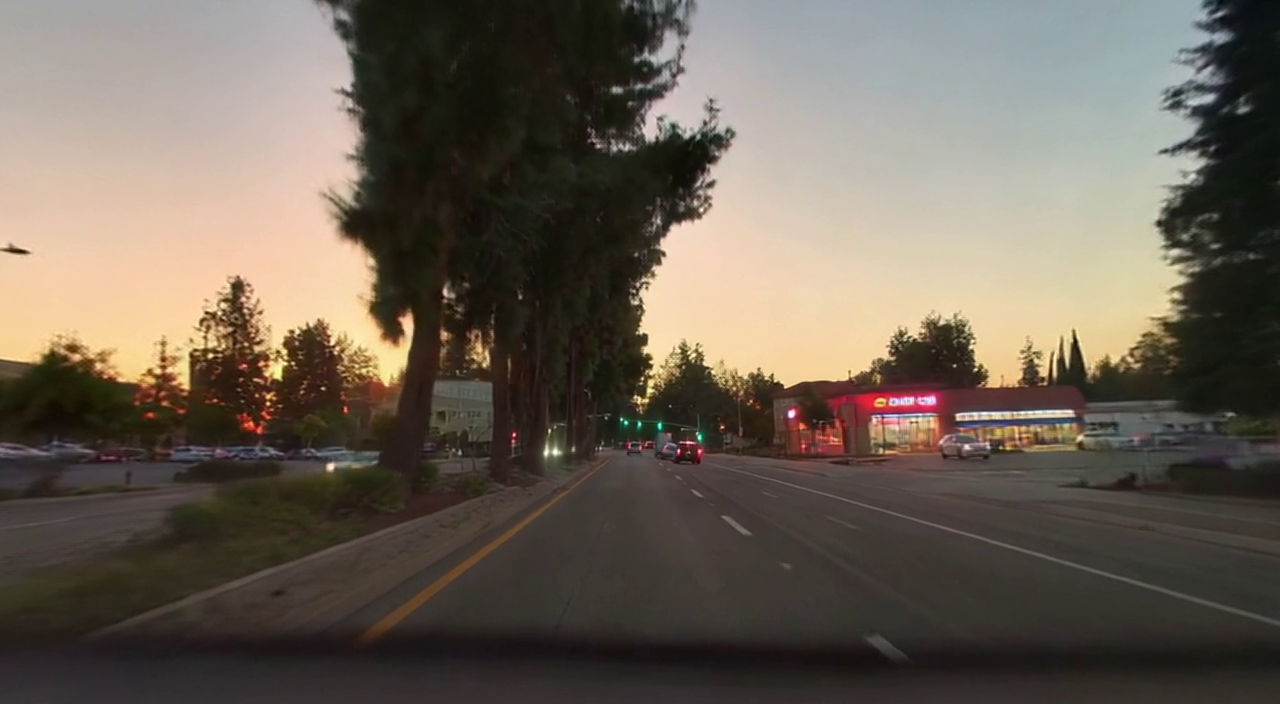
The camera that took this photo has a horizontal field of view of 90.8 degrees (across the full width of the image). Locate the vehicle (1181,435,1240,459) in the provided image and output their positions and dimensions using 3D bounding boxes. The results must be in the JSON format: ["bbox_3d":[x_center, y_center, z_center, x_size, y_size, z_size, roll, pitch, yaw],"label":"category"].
[{"bbox_3d":[39.689,6.567,44.059,2.044,1.582,3.586,-3,-8,26],"label":"vehicle"}]

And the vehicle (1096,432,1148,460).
[{"bbox_3d":[34.112,6.630,44.843,2.181,1.901,4.222,-4,-9,28],"label":"vehicle"}]

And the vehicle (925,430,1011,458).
[{"bbox_3d":[20.615,5.770,39.810,4.210,1.727,2.227,1,-7,-8],"label":"vehicle"}]

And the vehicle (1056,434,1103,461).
[{"bbox_3d":[31.730,6.872,45.738,2.269,1.862,4.495,-3,-8,29],"label":"vehicle"}]

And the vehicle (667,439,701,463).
[{"bbox_3d":[3.154,7.211,46.168,2.041,1.531,4.236,1,-7,-1],"label":"vehicle"}]

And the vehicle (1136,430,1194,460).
[{"bbox_3d":[36.719,6.455,44.295,2.160,1.948,4.256,-3,-8,27],"label":"vehicle"}]
